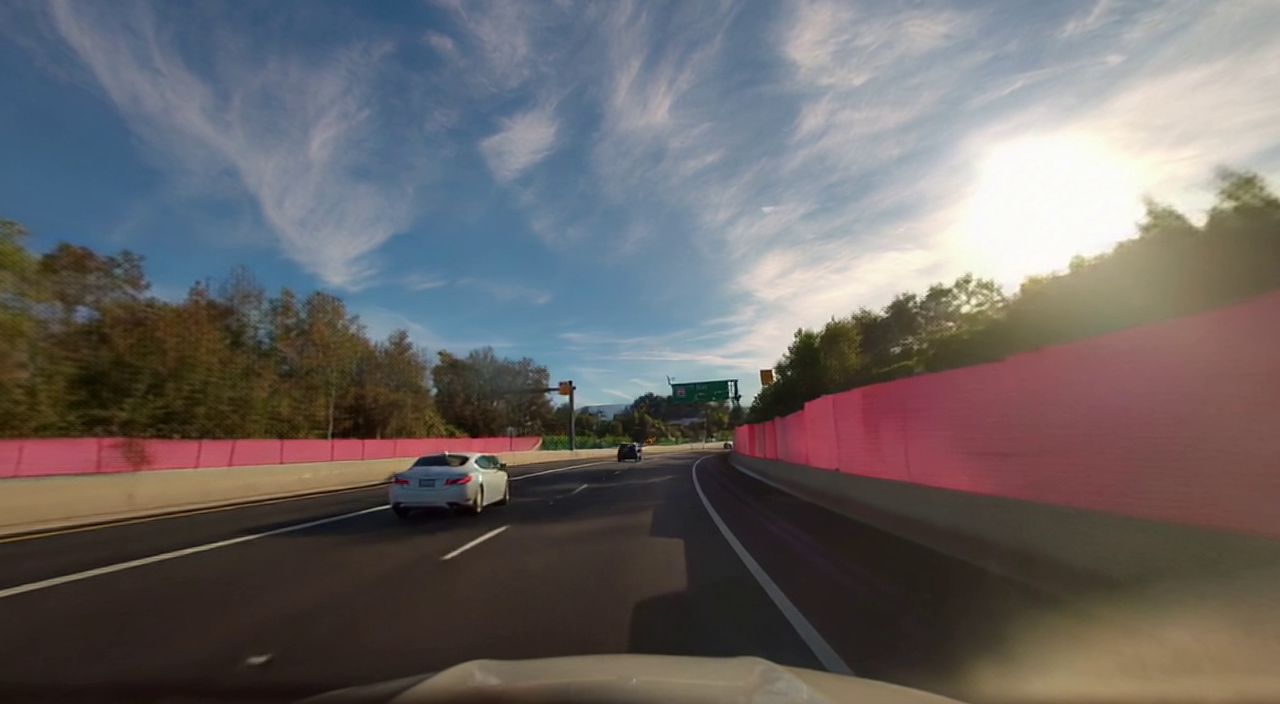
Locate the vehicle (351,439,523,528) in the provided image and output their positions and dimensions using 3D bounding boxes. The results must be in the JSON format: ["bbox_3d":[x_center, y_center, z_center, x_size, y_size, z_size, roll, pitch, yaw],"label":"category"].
[{"bbox_3d":[-3.673,2.447,12.353,1.746,1.405,4.339,-1,-9,3],"label":"vehicle"}]

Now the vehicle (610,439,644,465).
[{"bbox_3d":[-0.864,6.912,43.623,1.833,1.697,3.984,-1,-9,7],"label":"vehicle"}]
